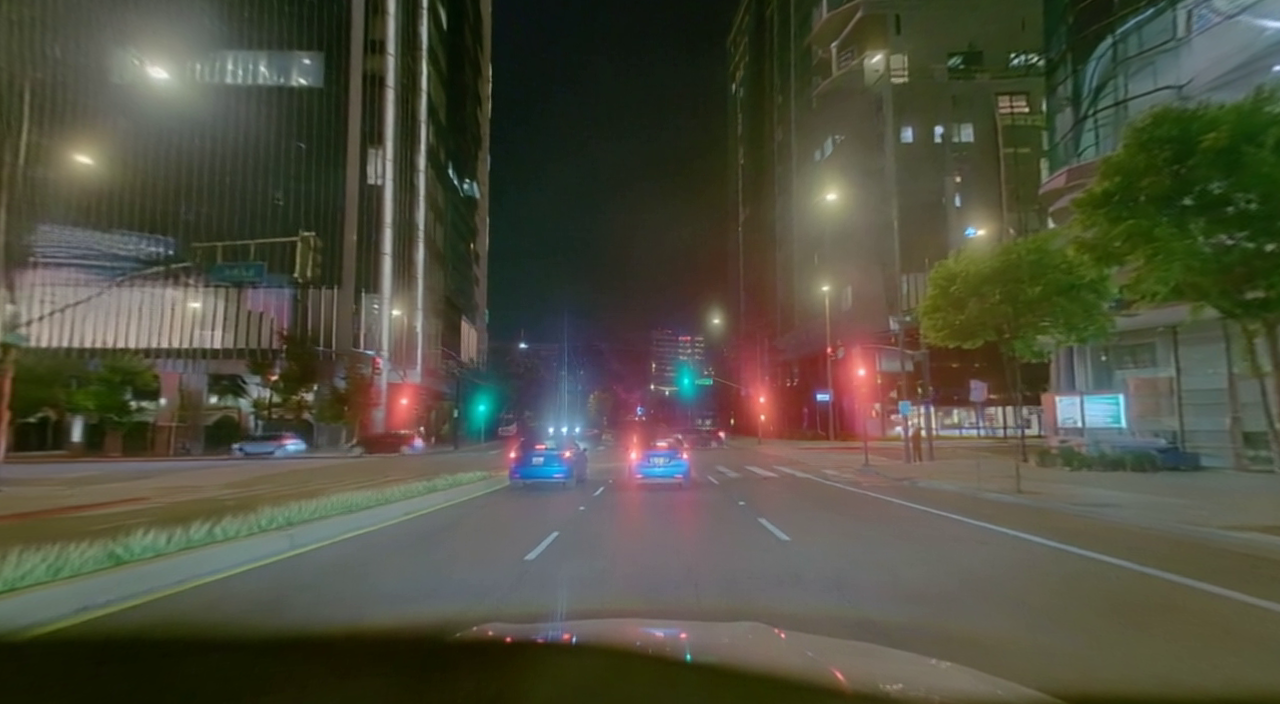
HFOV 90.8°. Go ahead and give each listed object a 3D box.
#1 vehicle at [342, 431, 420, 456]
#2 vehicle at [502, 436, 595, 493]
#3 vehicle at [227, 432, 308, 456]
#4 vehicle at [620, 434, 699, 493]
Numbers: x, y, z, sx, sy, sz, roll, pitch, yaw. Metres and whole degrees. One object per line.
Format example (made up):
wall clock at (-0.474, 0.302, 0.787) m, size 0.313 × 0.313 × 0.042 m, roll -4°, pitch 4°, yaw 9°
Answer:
vehicle at (-17.898, 6.342, 43.813) m, size 4.694 × 1.677 × 1.847 m, roll 2°, pitch -9°, yaw -12°
vehicle at (-2.584, 3.317, 19.077) m, size 1.995 × 1.479 × 4.627 m, roll 0°, pitch -8°, yaw 2°
vehicle at (-26.688, 6.602, 45.426) m, size 4.410 × 1.656 × 2.302 m, roll 2°, pitch -9°, yaw -12°
vehicle at (0.515, 3.132, 18.011) m, size 2.016 × 1.478 × 3.795 m, roll 0°, pitch -8°, yaw 1°
